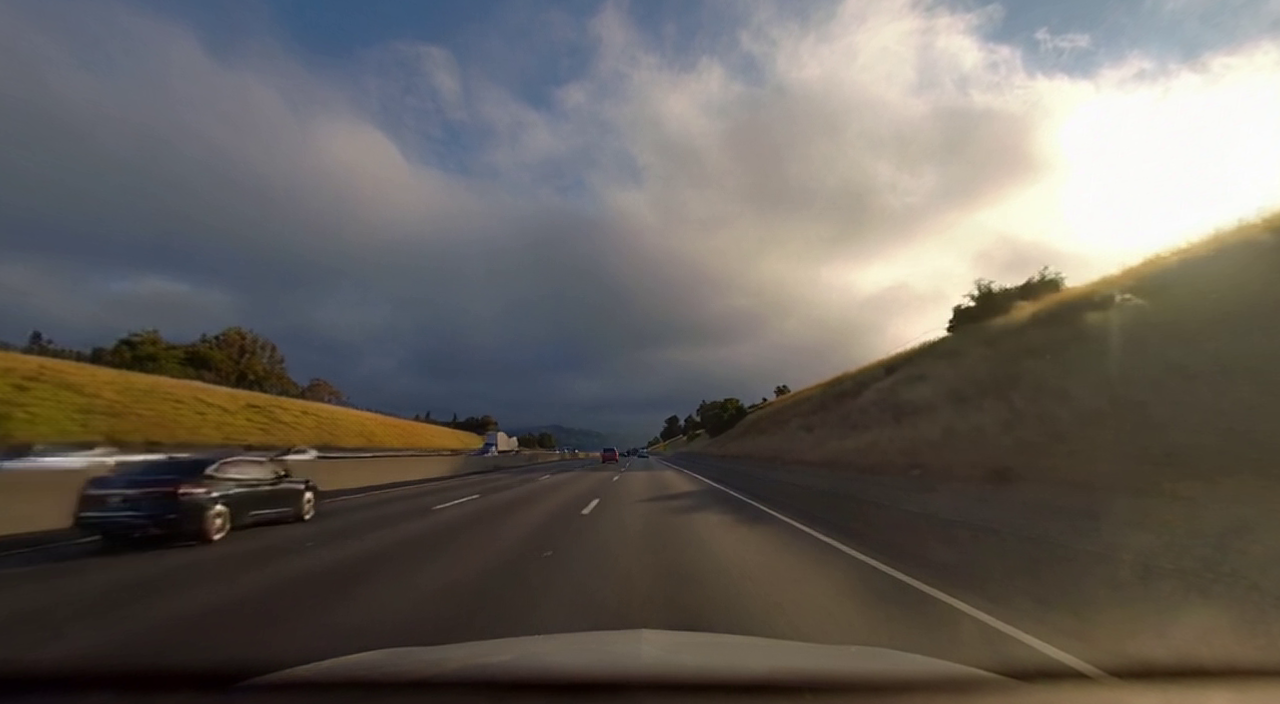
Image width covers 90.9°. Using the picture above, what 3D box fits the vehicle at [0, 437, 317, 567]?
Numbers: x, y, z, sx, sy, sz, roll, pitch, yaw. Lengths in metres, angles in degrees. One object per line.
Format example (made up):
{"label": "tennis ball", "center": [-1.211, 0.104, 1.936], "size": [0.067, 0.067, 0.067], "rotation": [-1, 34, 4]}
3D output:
{"label": "vehicle", "center": [-6.995, 2.072, 9.473], "size": [1.966, 1.476, 4.240], "rotation": [0, -9, 1]}
